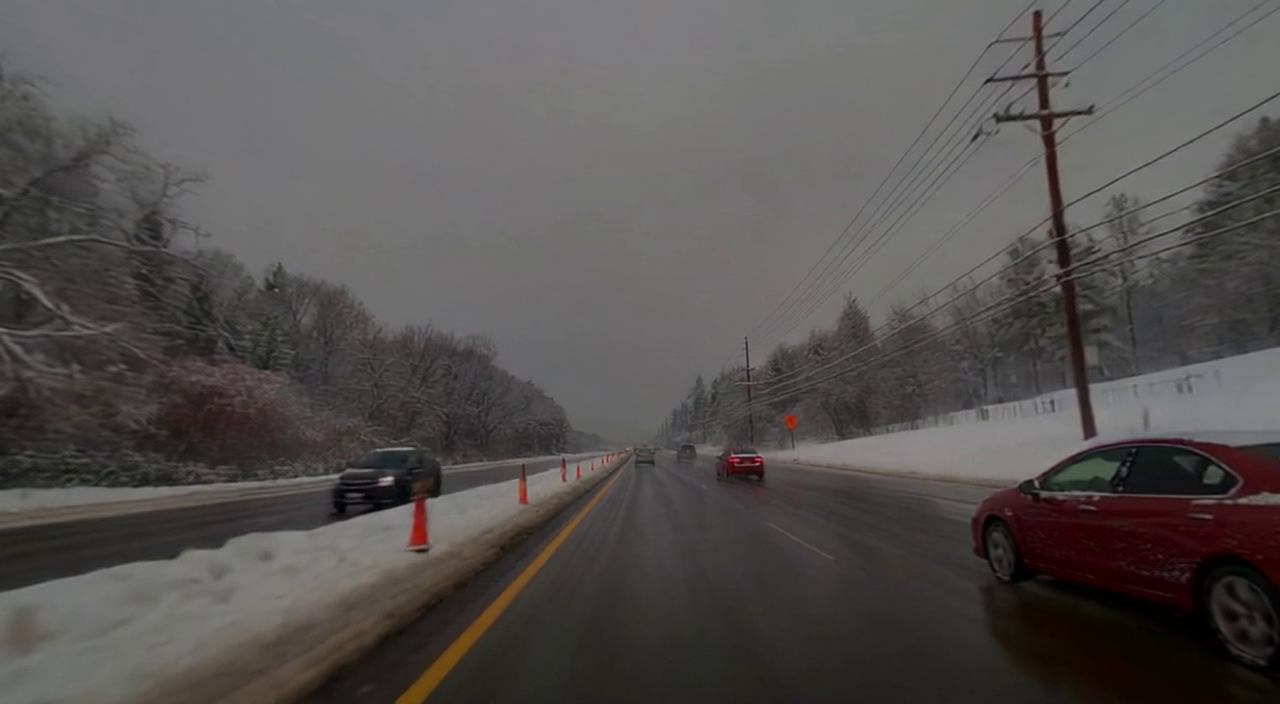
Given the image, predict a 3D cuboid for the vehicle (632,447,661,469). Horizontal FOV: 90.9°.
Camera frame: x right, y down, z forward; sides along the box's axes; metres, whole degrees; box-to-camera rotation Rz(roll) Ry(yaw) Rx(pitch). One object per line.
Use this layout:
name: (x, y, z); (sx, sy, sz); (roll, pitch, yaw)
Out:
vehicle: (0.444, 8.120, 48.351); (2.096, 1.583, 4.150); (0, -8, -1)

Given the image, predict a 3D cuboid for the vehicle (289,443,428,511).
vehicle: (-7.401, 3.279, 17.073); (1.888, 1.605, 3.922); (0, -8, 1)

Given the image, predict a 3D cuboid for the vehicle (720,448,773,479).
vehicle: (5.250, 5.530, 31.507); (1.881, 1.409, 4.016); (0, -8, -1)

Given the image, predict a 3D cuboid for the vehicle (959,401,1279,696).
vehicle: (4.438, 1.210, 4.474); (1.997, 1.568, 4.529); (0, -8, 0)
